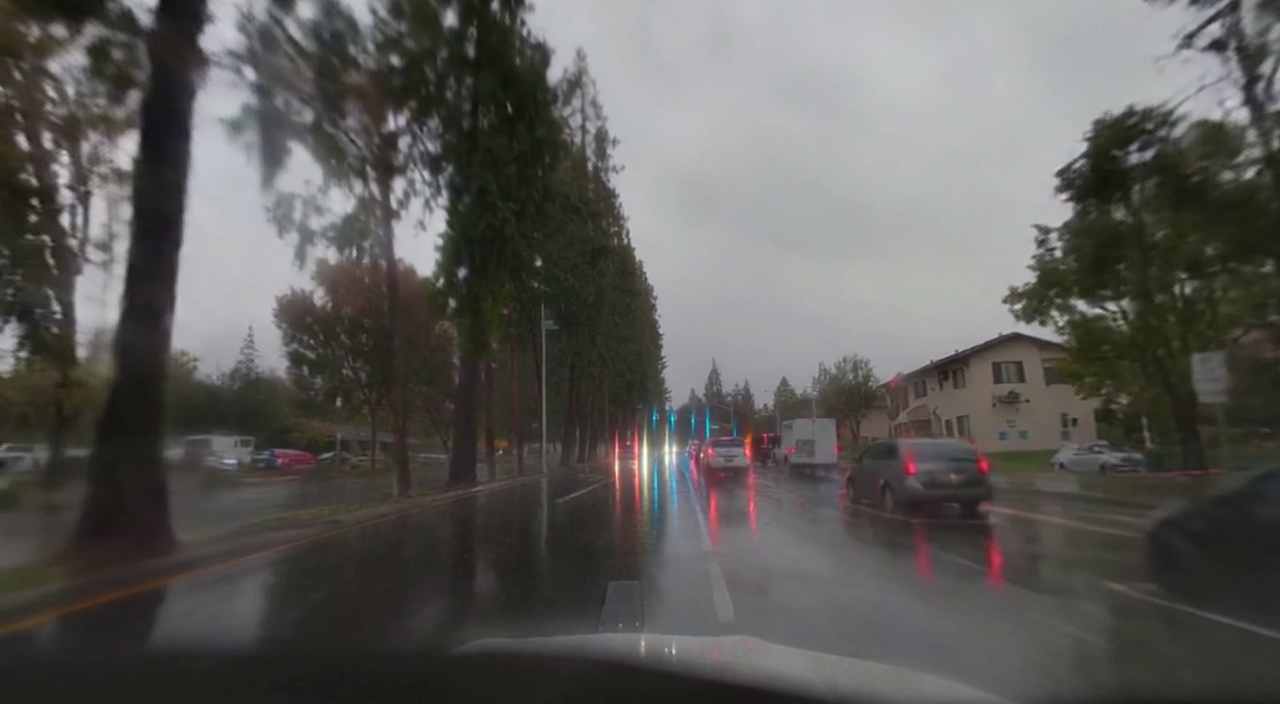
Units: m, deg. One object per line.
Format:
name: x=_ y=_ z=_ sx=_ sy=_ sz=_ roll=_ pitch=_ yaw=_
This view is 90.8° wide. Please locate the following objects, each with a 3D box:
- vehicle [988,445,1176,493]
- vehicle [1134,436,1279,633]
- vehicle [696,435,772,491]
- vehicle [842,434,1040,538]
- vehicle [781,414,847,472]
vehicle: x=14.678 y=3.898 z=21.221 sx=4.755 sy=1.500 sz=1.959 roll=0 pitch=-9 yaw=2
vehicle: x=5.785 y=1.303 z=4.231 sx=1.915 sy=1.480 sz=3.925 roll=0 pitch=-9 yaw=4
vehicle: x=3.081 y=3.743 z=21.643 sx=2.052 sy=1.693 sz=4.554 roll=0 pitch=-9 yaw=2
vehicle: x=5.890 y=2.598 z=13.106 sx=1.803 sy=1.754 sz=4.480 roll=1 pitch=-8 yaw=-1
vehicle: x=7.460 y=3.955 z=27.441 sx=1.933 sy=2.309 sz=3.468 roll=-1 pitch=-9 yaw=2
